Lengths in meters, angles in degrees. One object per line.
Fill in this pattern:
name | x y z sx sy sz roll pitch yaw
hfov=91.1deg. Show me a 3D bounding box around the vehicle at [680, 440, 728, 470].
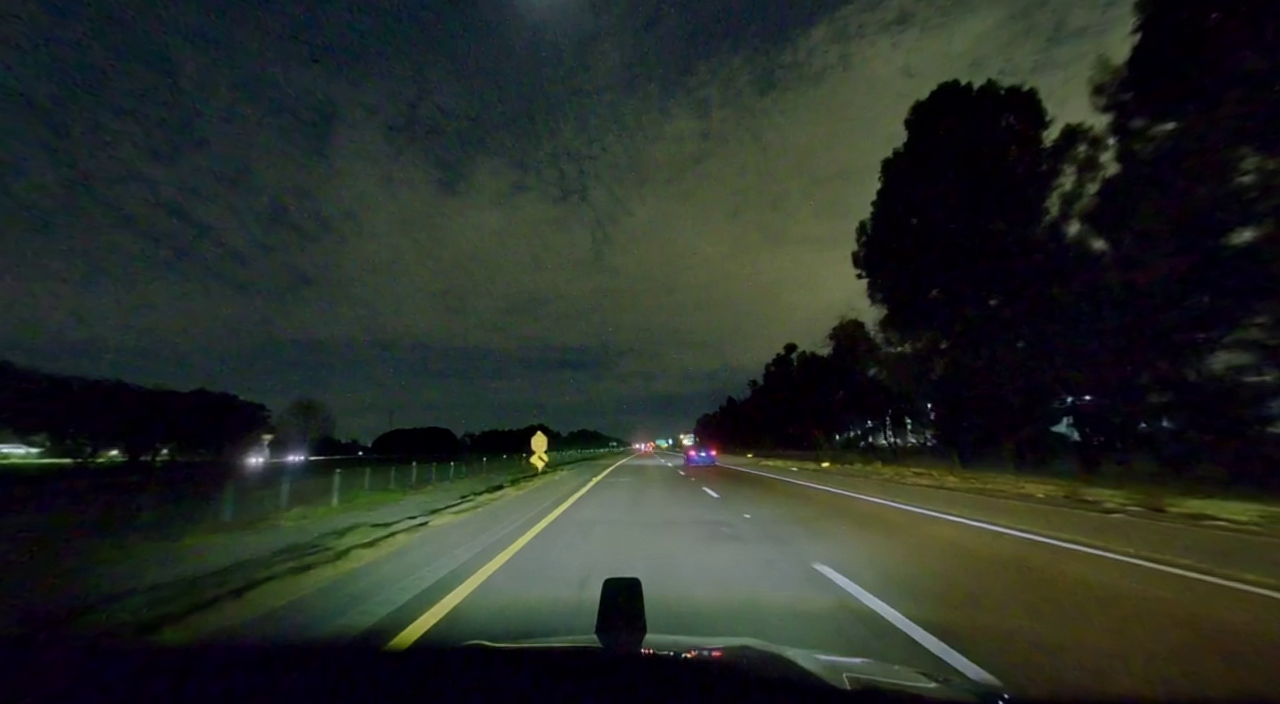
vehicle | 3.467 5.693 34.794 2.079 1.531 3.997 0 -8 -2
